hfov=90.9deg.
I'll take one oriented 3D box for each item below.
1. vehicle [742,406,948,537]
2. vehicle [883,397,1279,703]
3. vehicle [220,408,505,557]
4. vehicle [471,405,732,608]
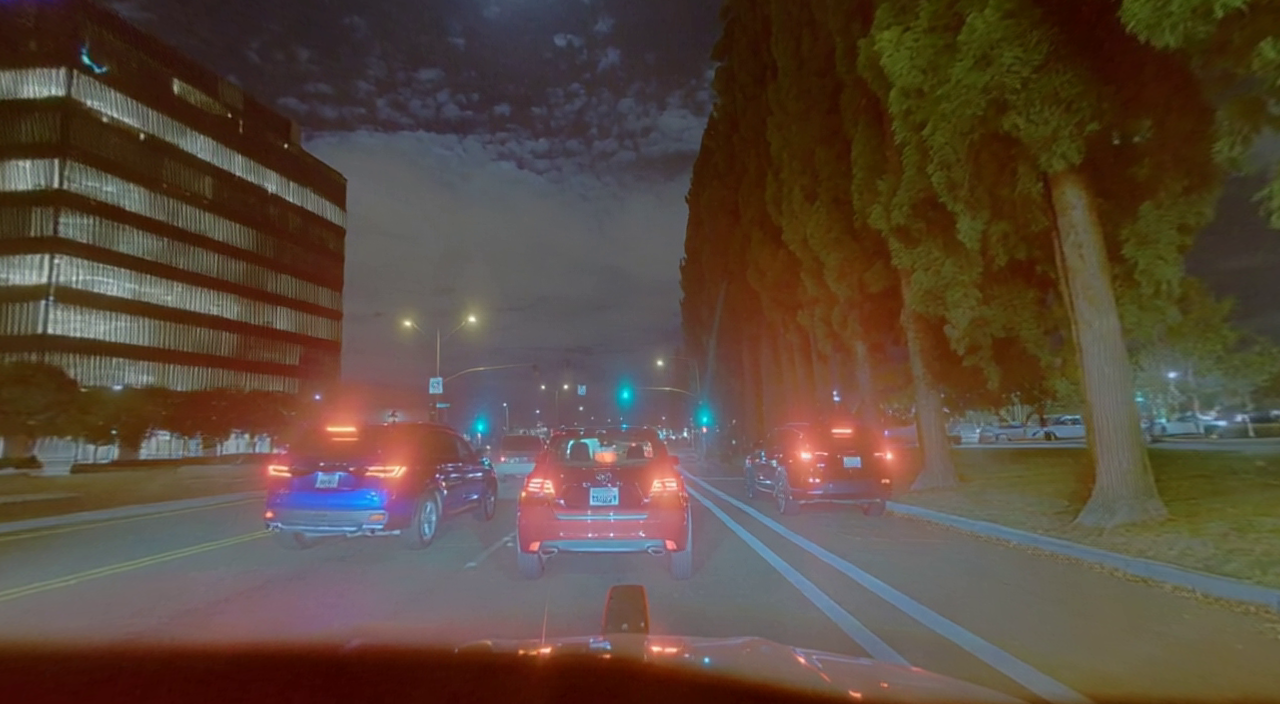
[{"bbox_3d":[3.344,2.076,11.535,2.117,1.879,4.715,0,-8,-1],"label":"vehicle"},{"bbox_3d":[3.245,1.076,3.410,2.045,1.459,4.462,0,-8,-1],"label":"vehicle"},{"bbox_3d":[-3.753,1.872,9.794,2.141,1.718,4.809,0,-8,1],"label":"vehicle"},{"bbox_3d":[-0.359,1.584,7.419,2.114,1.631,4.459,0,-8,-1],"label":"vehicle"}]
